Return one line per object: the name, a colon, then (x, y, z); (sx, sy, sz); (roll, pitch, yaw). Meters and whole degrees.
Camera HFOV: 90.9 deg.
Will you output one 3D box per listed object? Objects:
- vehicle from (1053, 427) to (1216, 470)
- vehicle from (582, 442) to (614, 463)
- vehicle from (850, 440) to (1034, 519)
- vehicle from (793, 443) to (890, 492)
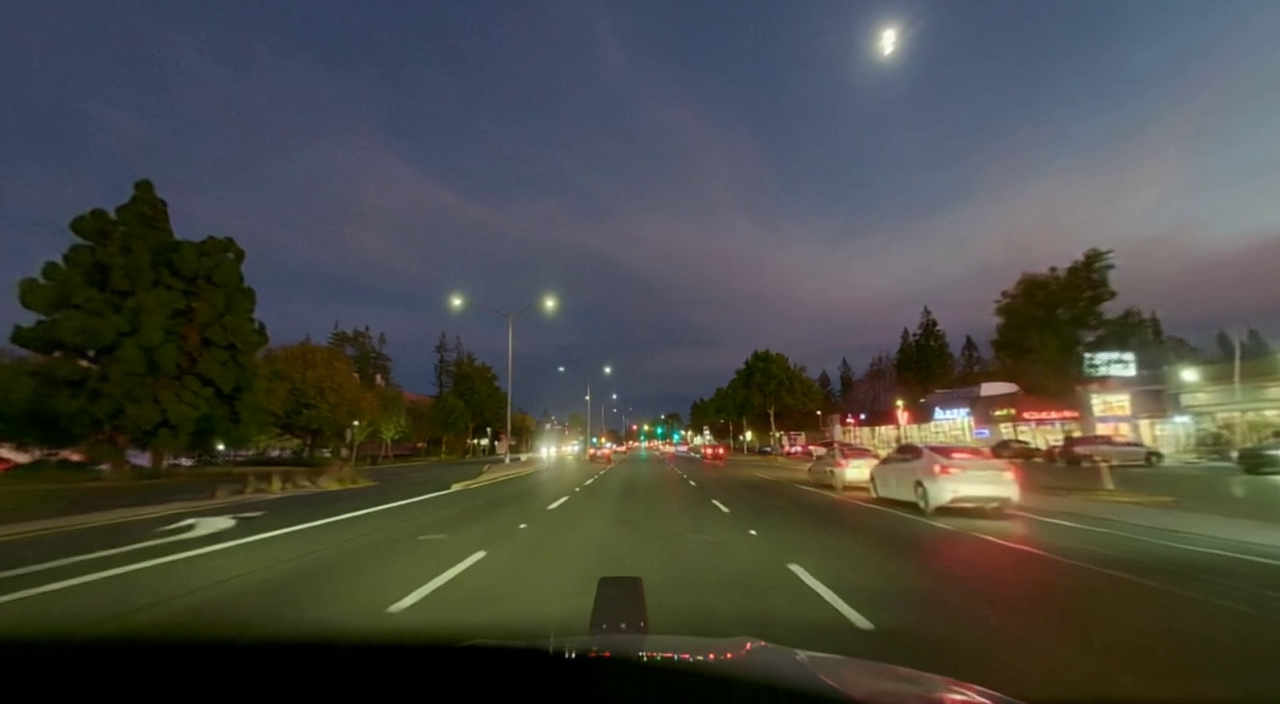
vehicle: (23.647, 4.658, 30.345); (5.870, 1.970, 2.366); (0, -8, -1)
vehicle: (-3.019, 7.335, 46.026); (2.005, 1.446, 4.265); (0, -8, 1)
vehicle: (6.691, 2.840, 14.714); (1.869, 1.516, 4.767); (0, -8, -1)
vehicle: (6.788, 3.912, 21.804); (1.923, 1.482, 4.558); (0, -8, 1)
